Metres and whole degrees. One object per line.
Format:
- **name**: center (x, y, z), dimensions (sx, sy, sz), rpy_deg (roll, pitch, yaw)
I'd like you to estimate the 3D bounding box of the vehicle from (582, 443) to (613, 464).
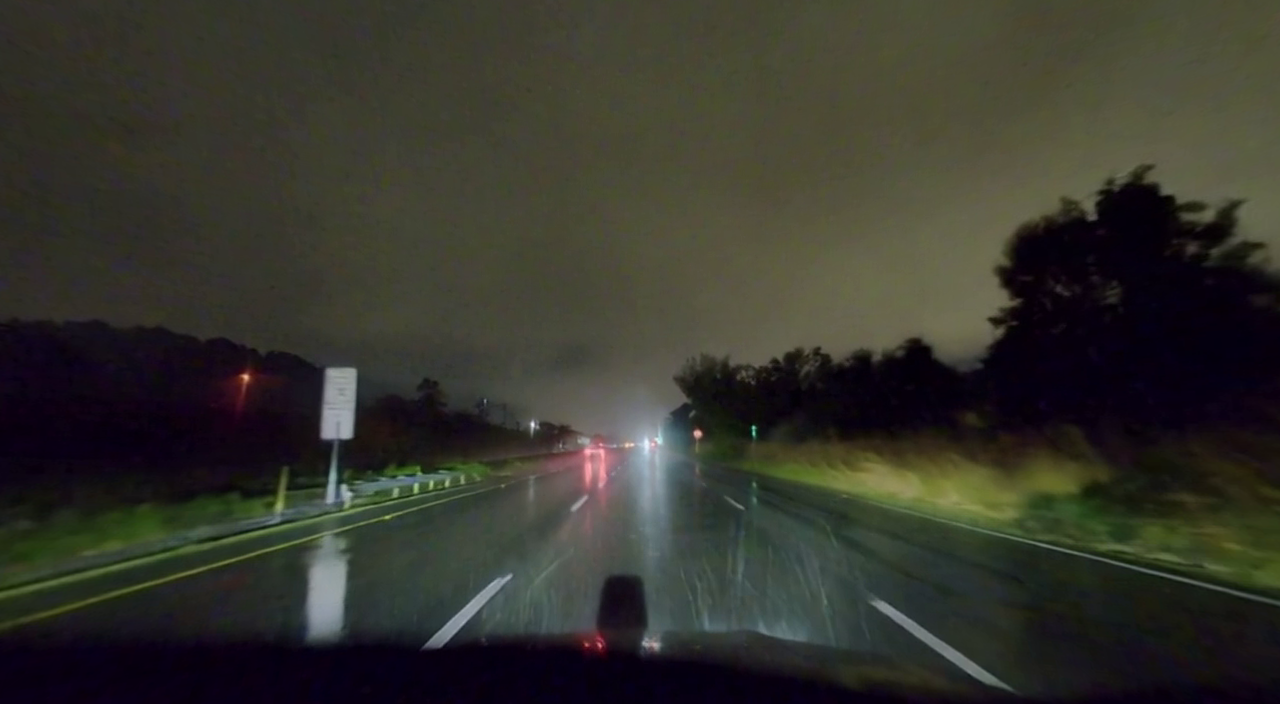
- **vehicle**: center (-3.214, 7.771, 48.429), dimensions (1.991, 1.475, 4.302), rpy_deg (0, -8, 1)
